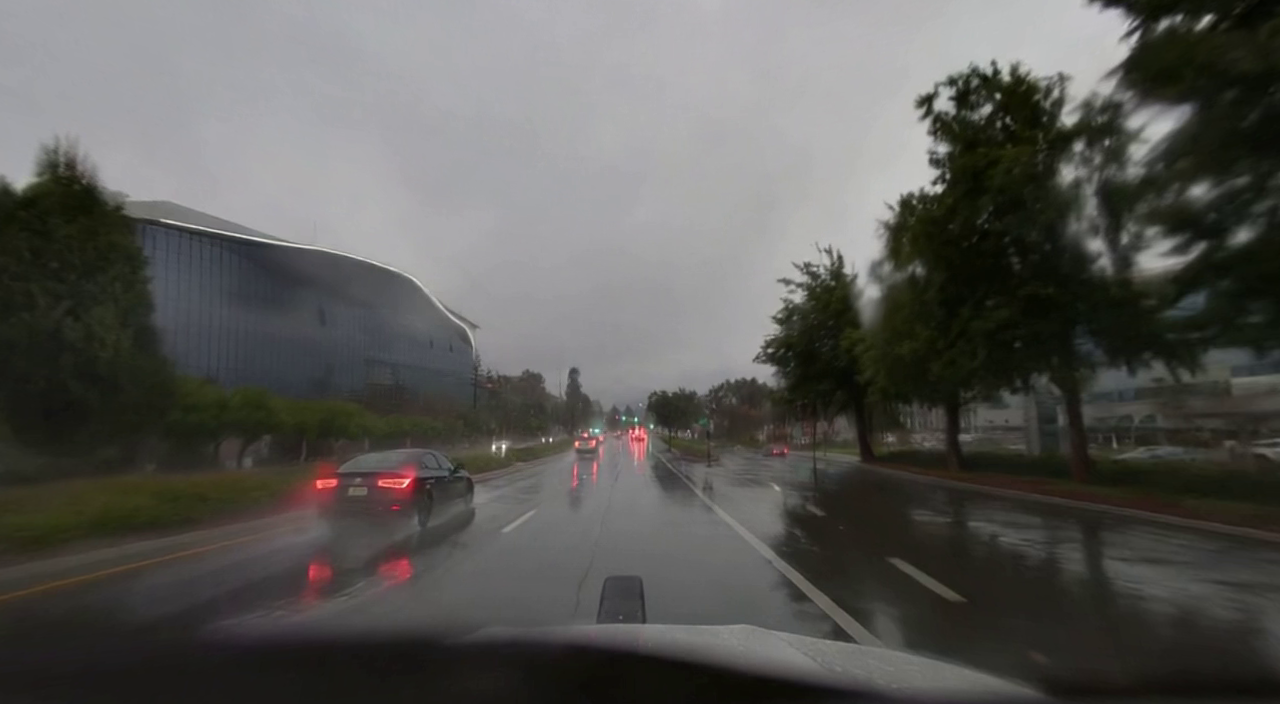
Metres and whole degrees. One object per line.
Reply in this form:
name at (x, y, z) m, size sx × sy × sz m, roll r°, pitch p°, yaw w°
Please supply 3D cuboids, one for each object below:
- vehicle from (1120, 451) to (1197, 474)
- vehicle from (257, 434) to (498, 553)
vehicle at (38.175, 8.106, 46.528) m, size 4.389 × 1.446 × 1.938 m, roll -1°, pitch -8°, yaw -13°
vehicle at (-3.919, 2.171, 10.540) m, size 1.984 × 1.521 × 4.682 m, roll 0°, pitch -8°, yaw 0°
